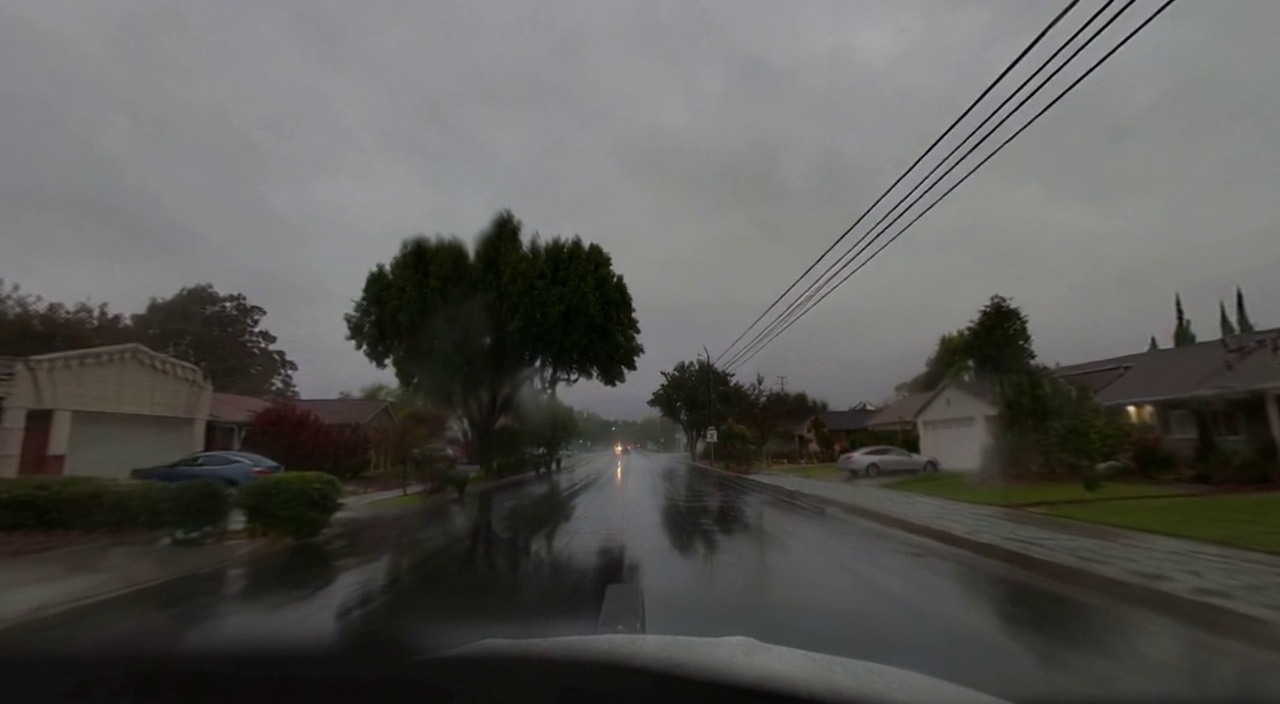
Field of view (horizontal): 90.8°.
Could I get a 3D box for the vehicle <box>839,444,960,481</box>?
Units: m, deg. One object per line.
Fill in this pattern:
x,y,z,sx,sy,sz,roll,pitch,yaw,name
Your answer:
11.635,4.970,28.546,4.626,1.541,1.866,2,-9,-3,vehicle

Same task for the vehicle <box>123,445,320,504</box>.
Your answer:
-13.518,3.970,20.696,4.887,1.788,2.006,1,-9,-4,vehicle

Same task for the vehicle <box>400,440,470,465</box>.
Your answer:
-13.582,6.720,42.155,4.265,1.569,1.984,3,-10,-15,vehicle
